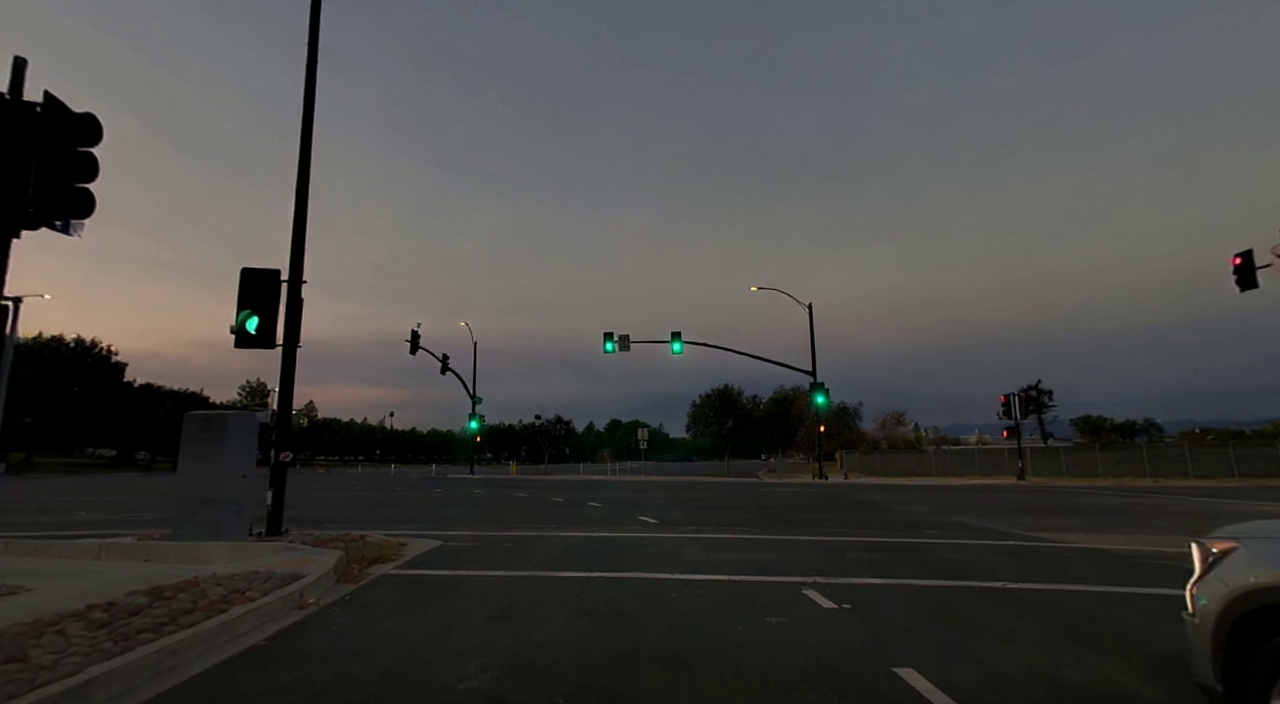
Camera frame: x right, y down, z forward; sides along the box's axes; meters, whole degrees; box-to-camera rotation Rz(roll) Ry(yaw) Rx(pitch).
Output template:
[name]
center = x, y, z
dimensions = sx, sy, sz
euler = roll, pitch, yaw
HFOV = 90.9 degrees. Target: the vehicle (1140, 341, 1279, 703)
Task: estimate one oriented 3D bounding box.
[vehicle]
center = 3.059, 0.554, 0.492
dimensions = 1.938, 1.648, 4.211
euler = 0, -8, 2
